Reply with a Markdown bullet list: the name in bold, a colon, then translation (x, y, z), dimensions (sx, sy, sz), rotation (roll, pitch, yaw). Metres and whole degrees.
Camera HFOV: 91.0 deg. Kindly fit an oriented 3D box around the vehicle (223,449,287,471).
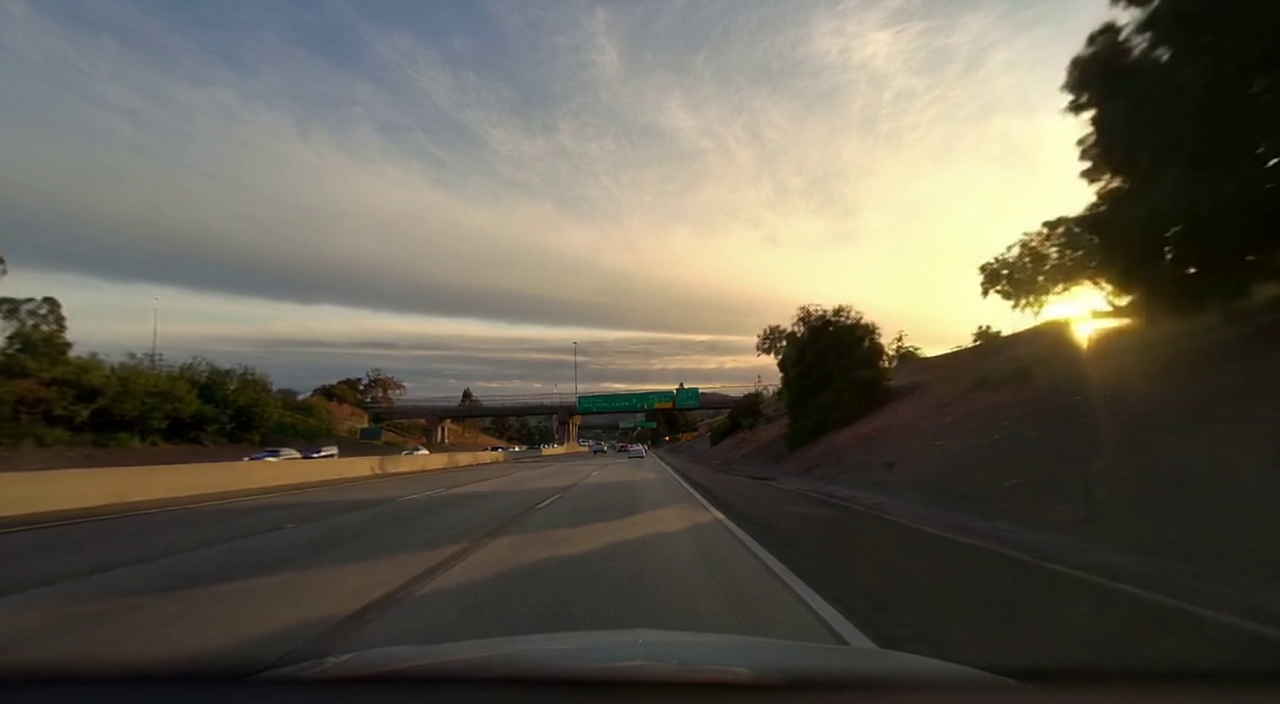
- **vehicle**: translation (-28.504, 8.002, 46.838), dimensions (1.857, 1.518, 4.503), rotation (0, -9, 1)
